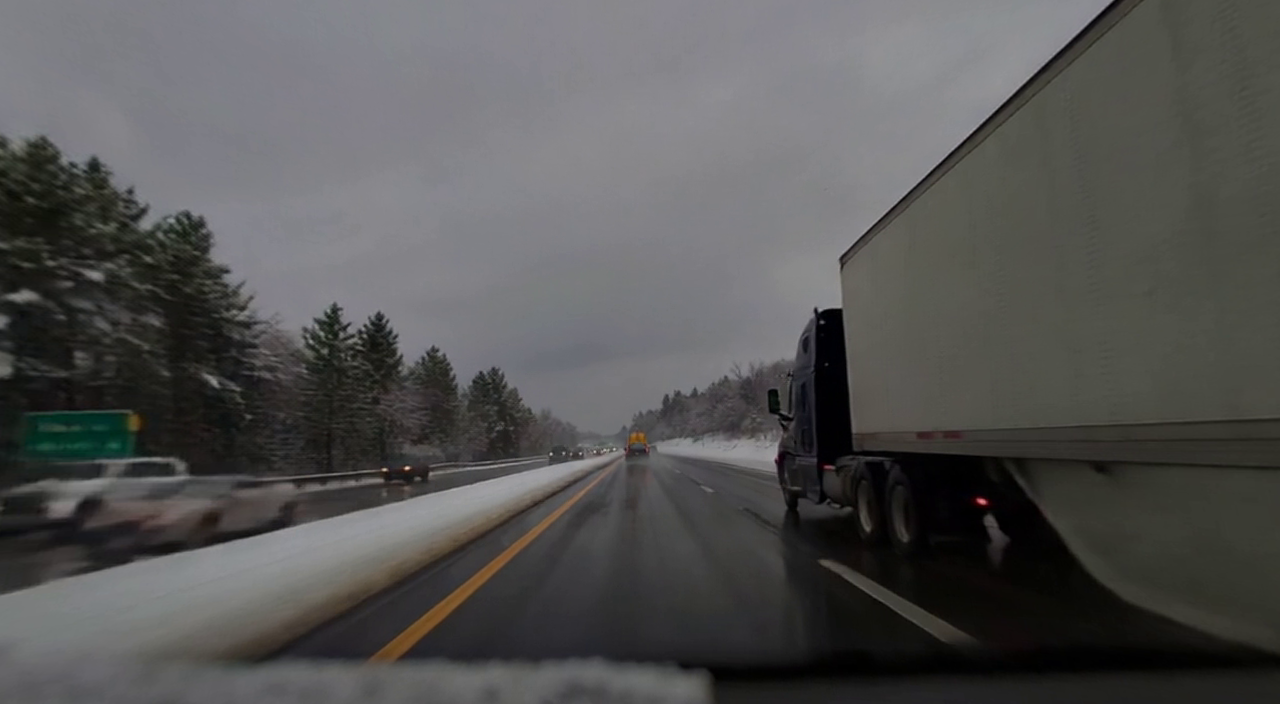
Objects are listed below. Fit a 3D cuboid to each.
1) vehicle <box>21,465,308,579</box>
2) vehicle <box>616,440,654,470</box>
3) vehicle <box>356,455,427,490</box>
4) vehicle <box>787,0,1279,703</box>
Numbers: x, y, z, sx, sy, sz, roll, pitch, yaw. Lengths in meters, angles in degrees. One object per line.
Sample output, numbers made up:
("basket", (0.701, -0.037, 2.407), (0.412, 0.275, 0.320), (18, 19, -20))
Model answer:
("vehicle", (-8.387, 2.982, 11.756), (1.914, 1.540, 4.471), (0, -9, -1))
("vehicle", (-0.307, 6.274, 38.393), (2.168, 1.705, 4.272), (0, -9, -1))
("vehicle", (-13.570, 6.566, 34.501), (1.999, 1.686, 4.588), (-1, -9, 0))
("vehicle", (4.591, 0.121, 5.616), (2.910, 4.090, 14.063), (0, -9, -1))
